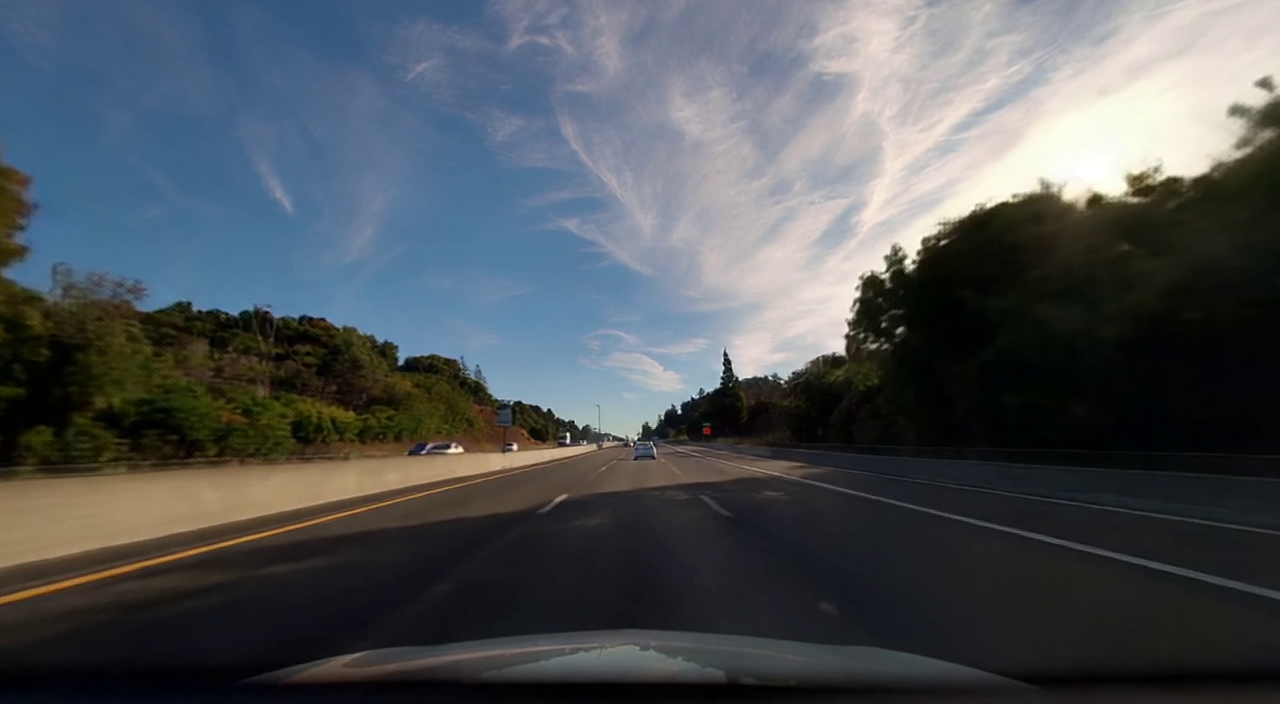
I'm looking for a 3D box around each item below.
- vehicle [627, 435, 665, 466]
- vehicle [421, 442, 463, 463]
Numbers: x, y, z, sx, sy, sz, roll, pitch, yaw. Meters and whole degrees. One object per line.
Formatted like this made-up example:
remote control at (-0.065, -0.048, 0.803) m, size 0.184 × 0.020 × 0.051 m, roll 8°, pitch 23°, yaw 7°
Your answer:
vehicle at (0.331, 6.191, 39.626) m, size 2.247 × 1.825 × 4.036 m, roll 0°, pitch -9°, yaw 0°
vehicle at (-15.208, 7.754, 48.580) m, size 1.898 × 1.564 × 3.965 m, roll 0°, pitch -9°, yaw 0°
